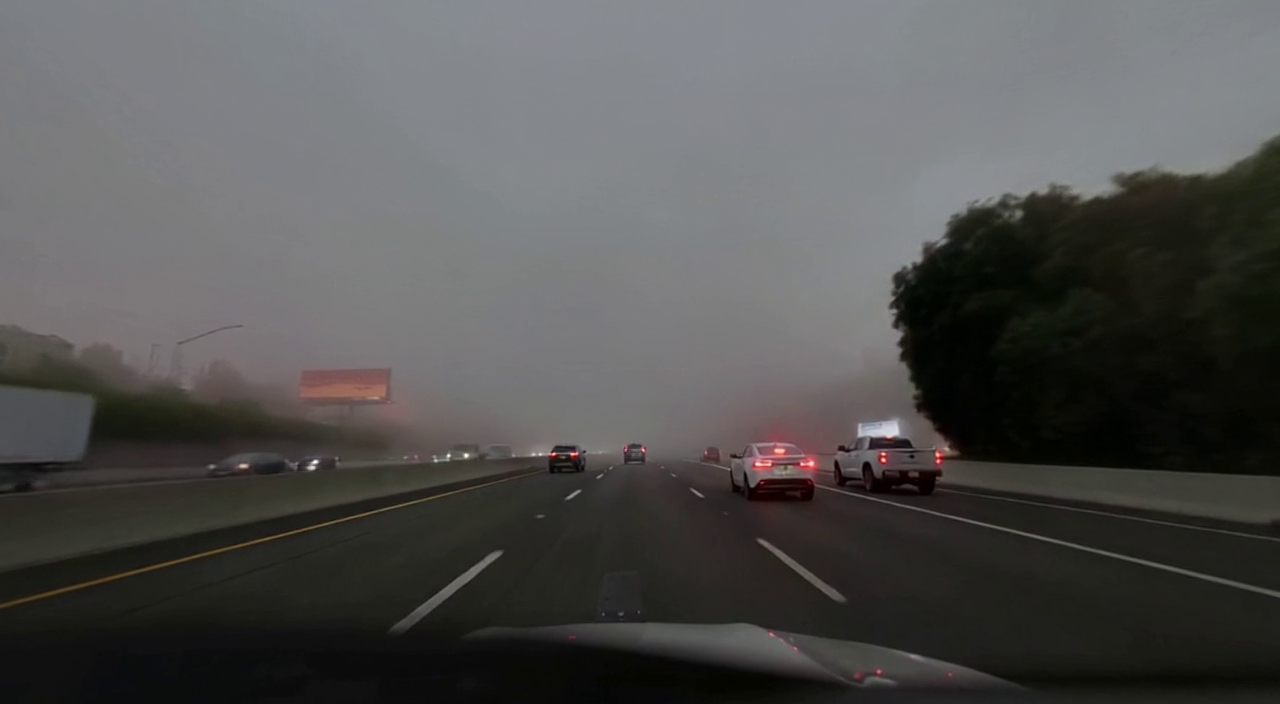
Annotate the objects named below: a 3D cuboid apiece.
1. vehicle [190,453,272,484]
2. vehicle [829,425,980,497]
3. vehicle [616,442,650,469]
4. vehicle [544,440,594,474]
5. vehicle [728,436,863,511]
[{"bbox_3d":[-21.473,6.116,33.374,1.879,1.461,3.650,0,-9,-1],"label":"vehicle"},{"bbox_3d":[7.400,3.133,18.391,2.176,1.793,4.841,0,-9,-2],"label":"vehicle"},{"bbox_3d":[-0.463,7.011,42.962,2.191,1.685,4.015,0,-9,0],"label":"vehicle"},{"bbox_3d":[-3.864,5.840,35.349,2.256,1.756,4.745,0,-9,0],"label":"vehicle"},{"bbox_3d":[3.475,2.825,15.141,1.987,1.509,4.512,0,-9,-1],"label":"vehicle"}]
